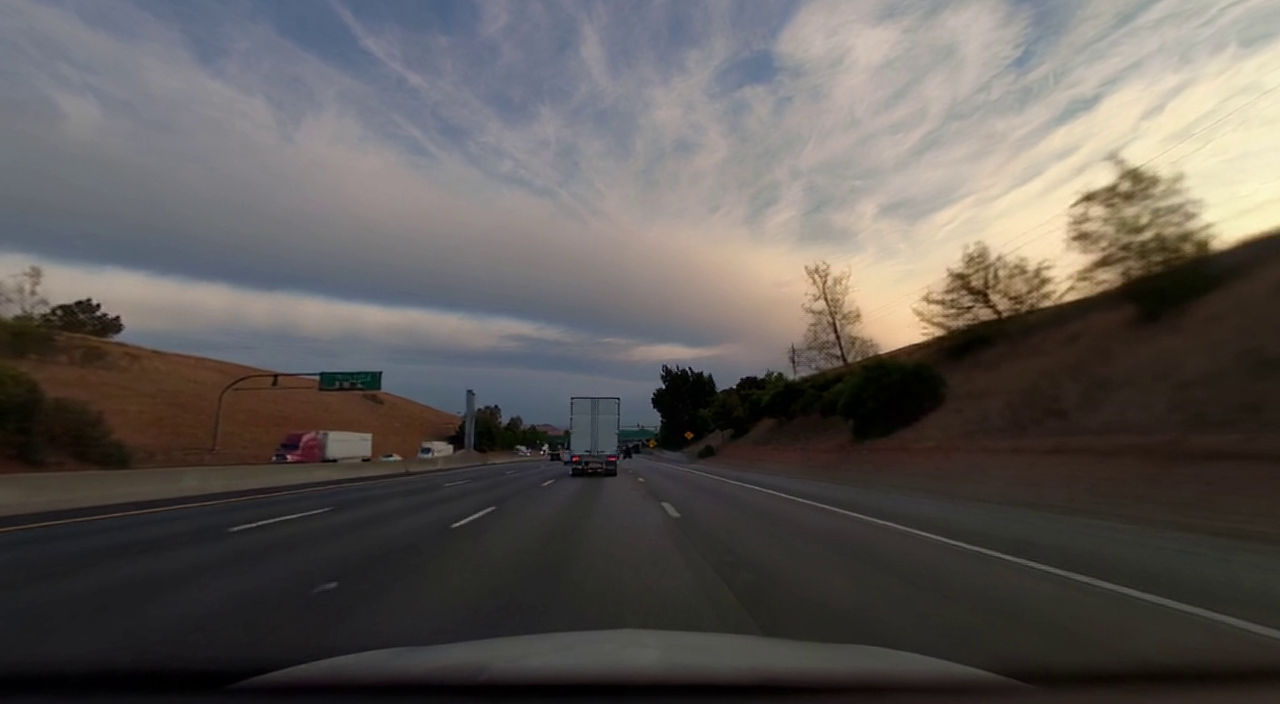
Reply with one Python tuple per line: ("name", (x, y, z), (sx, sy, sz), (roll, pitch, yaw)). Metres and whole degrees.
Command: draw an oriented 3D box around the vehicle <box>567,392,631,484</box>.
("vehicle", (-2.155, 4.798, 34.338), (2.875, 4.056, 12.312), (0, -9, -3))
